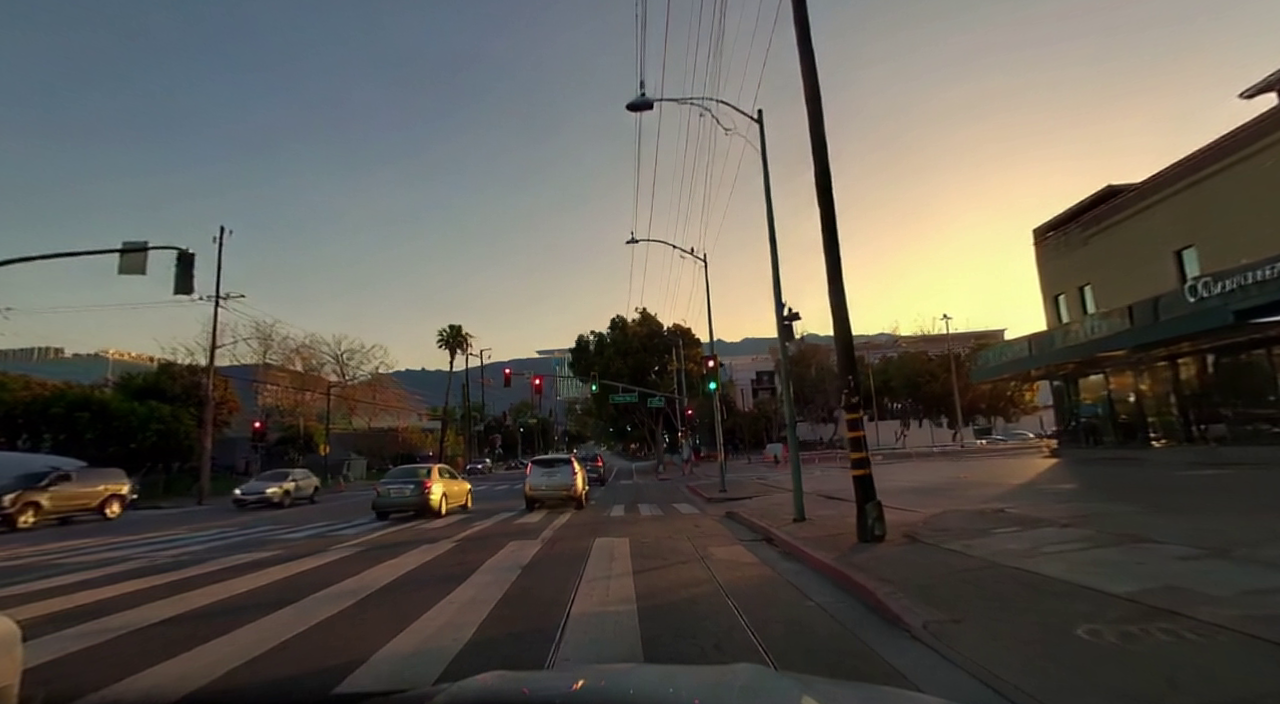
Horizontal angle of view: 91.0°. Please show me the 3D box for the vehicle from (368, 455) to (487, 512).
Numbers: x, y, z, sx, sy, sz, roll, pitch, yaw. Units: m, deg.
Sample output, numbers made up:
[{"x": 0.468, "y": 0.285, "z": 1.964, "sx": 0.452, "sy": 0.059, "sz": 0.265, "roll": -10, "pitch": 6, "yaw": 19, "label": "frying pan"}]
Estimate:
[{"x": -6.317, "y": 3.948, "z": 19.363, "sx": 1.960, "sy": 1.479, "sz": 4.654, "roll": 0, "pitch": -9, "yaw": 1, "label": "vehicle"}]

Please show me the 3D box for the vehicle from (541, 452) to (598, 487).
[{"x": -3.245, "y": 5.507, "z": 29.842, "sx": 2.147, "sy": 1.472, "sz": 4.406, "roll": 0, "pitch": -9, "yaw": 1, "label": "vehicle"}]

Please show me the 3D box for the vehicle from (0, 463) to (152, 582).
[{"x": -9.616, "y": 2.380, "z": 8.866, "sx": 2.073, "sy": 1.519, "sz": 4.248, "roll": 0, "pitch": -9, "yaw": 0, "label": "vehicle"}]

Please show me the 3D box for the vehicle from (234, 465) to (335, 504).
[{"x": -15.542, "y": 5.811, "z": 27.825, "sx": 1.964, "sy": 1.485, "sz": 4.252, "roll": -2, "pitch": -11, "yaw": 0, "label": "vehicle"}]
